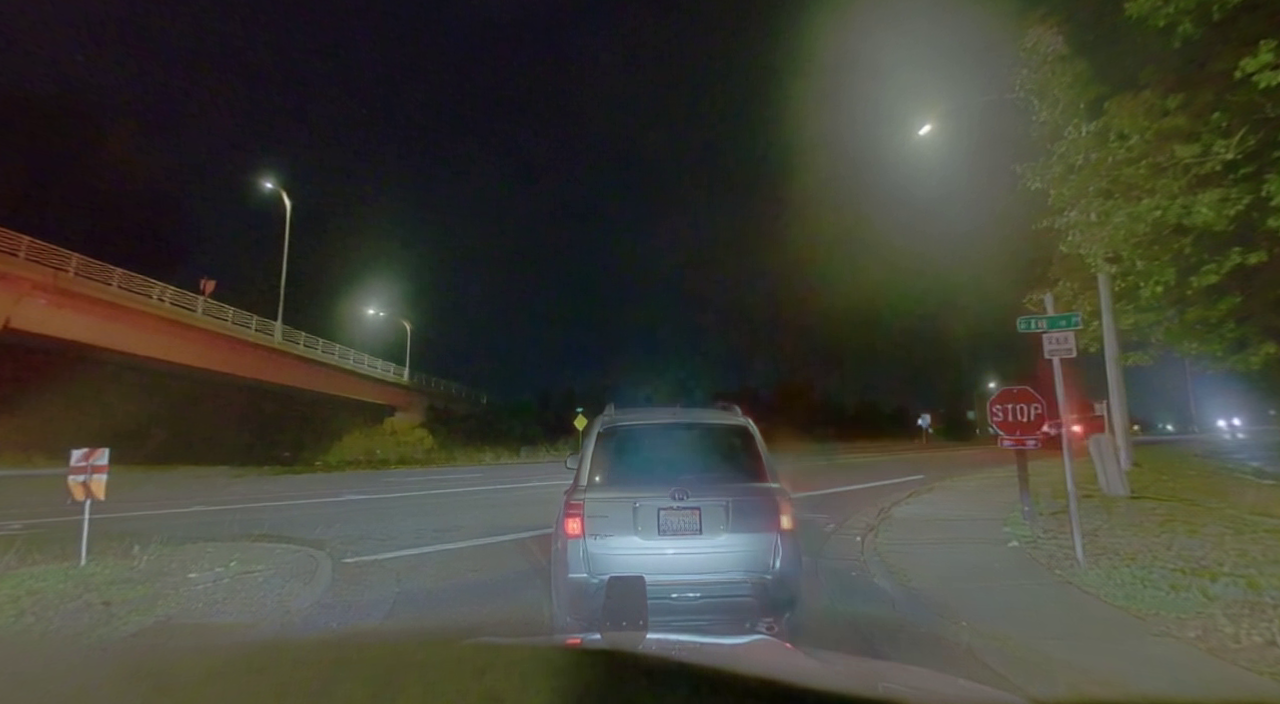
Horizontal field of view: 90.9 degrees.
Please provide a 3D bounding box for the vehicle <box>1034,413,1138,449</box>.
[{"bbox_3d":[22.207,3.972,31.395,5.060,1.648,2.038,4,-10,-28],"label":"vehicle"}]

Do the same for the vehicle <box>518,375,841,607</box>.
[{"bbox_3d":[0.310,1.404,7.151,2.494,1.804,4.336,0,-9,0],"label":"vehicle"}]
